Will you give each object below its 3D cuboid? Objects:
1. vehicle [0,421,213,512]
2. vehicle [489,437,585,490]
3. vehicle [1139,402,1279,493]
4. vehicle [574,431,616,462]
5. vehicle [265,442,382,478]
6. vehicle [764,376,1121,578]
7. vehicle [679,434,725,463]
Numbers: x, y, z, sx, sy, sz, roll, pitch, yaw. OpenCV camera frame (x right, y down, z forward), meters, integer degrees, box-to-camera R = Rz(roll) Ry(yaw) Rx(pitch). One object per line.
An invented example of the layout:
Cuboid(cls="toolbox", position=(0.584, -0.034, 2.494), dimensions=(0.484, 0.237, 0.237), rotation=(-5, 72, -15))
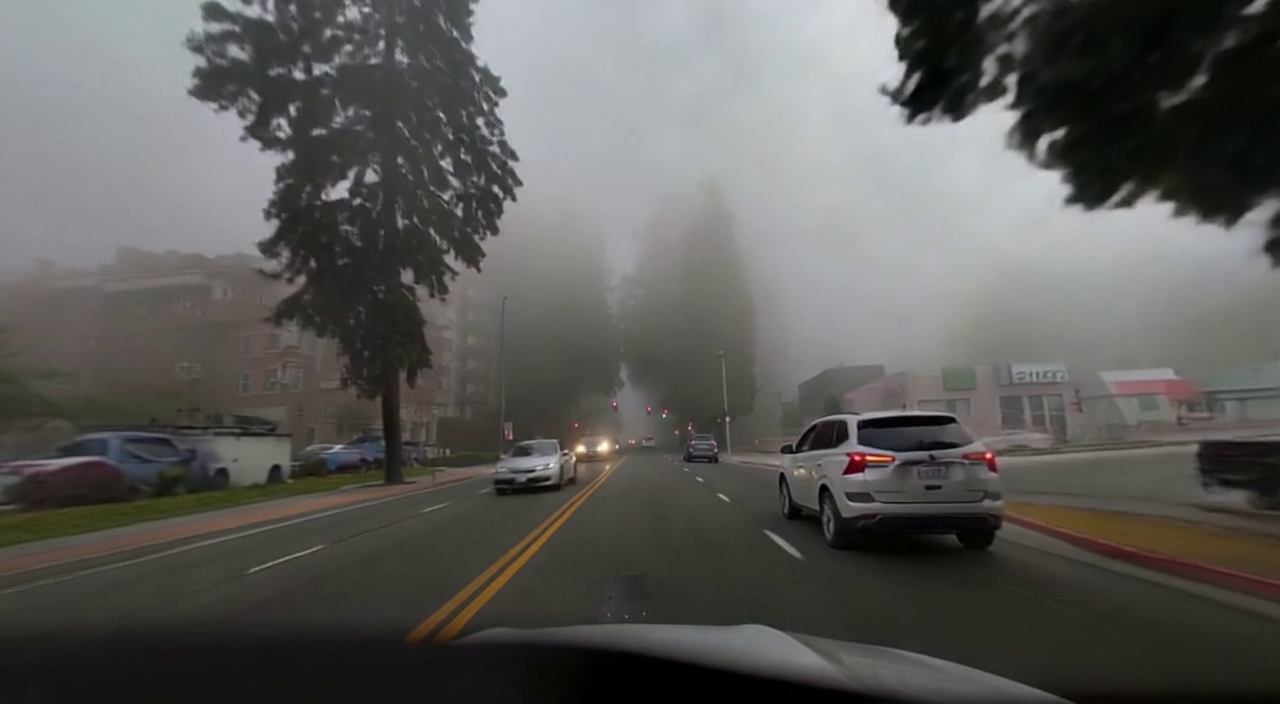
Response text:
Cuboid(cls="vehicle", position=(-14.874, 2.990, 17.024), dimensions=(5.135, 2.059, 2.468), rotation=(4, -10, -43))
Cuboid(cls="vehicle", position=(-3.079, 3.429, 19.868), dimensions=(2.133, 1.439, 4.280), rotation=(-1, -8, 2))
Cuboid(cls="vehicle", position=(12.404, 1.781, 11.906), dimensions=(4.022, 1.550, 2.199), rotation=(-1, -8, 2))
Cuboid(cls="vehicle", position=(-2.931, 6.378, 42.700), dimensions=(2.304, 1.886, 6.516), rotation=(-1, -8, 1))
Cuboid(cls="vehicle", position=(-14.355, 4.867, 28.727), dimensions=(4.318, 1.483, 1.994), rotation=(7, -10, -41))
Cuboid(cls="vehicle", position=(3.324, 1.513, 8.507), dimensions=(2.251, 1.861, 5.144), rotation=(0, -8, 0))
Cuboid(cls="vehicle", position=(3.464, 5.485, 36.076), dimensions=(2.072, 1.471, 4.834), rotation=(0, -8, -1))
